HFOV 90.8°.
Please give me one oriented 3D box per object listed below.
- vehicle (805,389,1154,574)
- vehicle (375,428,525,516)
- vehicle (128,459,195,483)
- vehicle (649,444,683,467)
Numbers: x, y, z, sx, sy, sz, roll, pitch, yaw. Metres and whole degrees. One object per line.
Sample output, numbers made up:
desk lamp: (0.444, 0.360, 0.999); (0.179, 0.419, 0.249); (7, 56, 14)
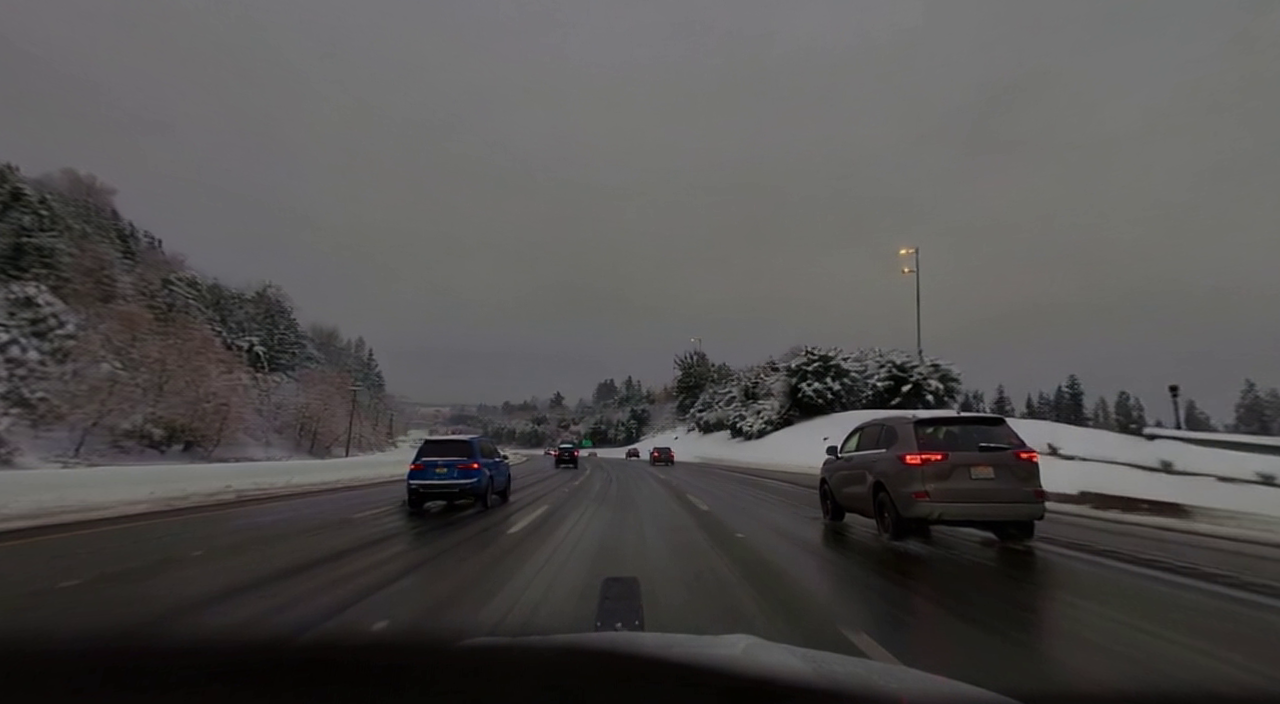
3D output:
vehicle: (4.186, 1.711, 9.061); (2.103, 1.903, 4.837); (0, -9, -3)
vehicle: (-4.270, 2.788, 15.153); (2.213, 1.766, 4.598); (0, -9, -1)
vehicle: (-37.524, 9.317, 49.680); (1.928, 1.696, 4.466); (1, -9, -4)
vehicle: (1.976, 8.069, 49.398); (2.075, 1.694, 4.086); (1, -9, -5)
